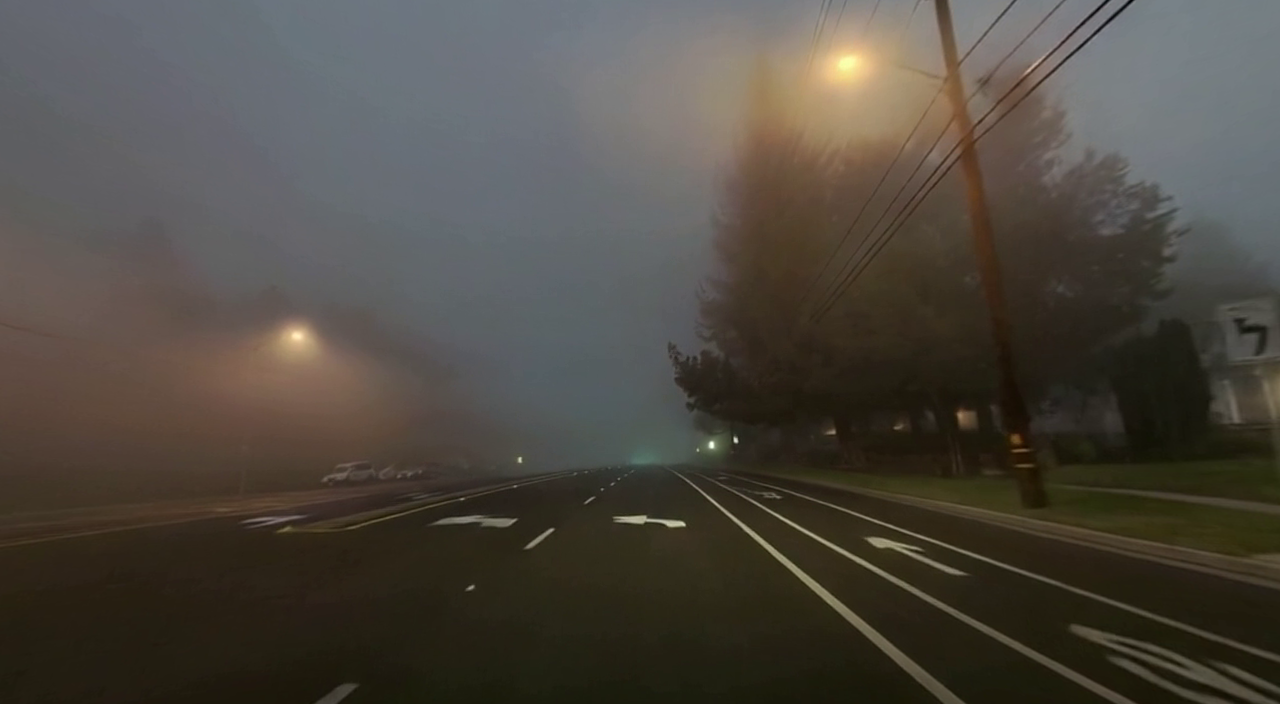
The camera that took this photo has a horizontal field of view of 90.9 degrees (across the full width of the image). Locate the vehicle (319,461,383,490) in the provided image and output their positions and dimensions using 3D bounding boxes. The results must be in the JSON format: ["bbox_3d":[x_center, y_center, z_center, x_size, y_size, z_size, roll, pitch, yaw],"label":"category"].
[{"bbox_3d":[-21.399,9.145,46.936,2.052,1.915,5.101,-1,-8,4],"label":"vehicle"}]
